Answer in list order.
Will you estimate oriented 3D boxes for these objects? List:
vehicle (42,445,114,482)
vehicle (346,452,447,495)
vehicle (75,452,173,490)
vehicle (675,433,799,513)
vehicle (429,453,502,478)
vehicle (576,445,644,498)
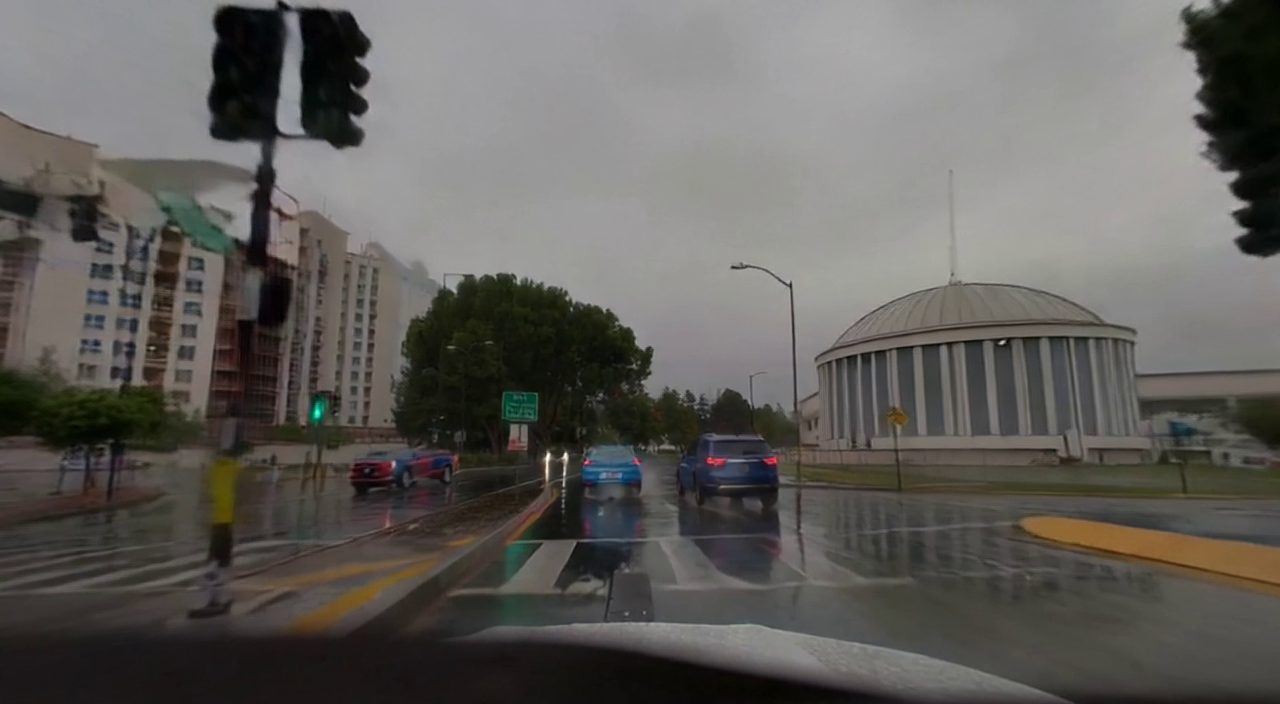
[{"bbox_3d":[-30.346,5.997,33.979,4.523,1.855,2.317,-9,-13,42],"label":"vehicle"},{"bbox_3d":[-9.490,4.747,25.096,2.121,1.513,4.827,0,-9,0],"label":"vehicle"},{"bbox_3d":[-23.047,5.228,28.090,4.653,1.459,2.228,-6,-11,37],"label":"vehicle"},{"bbox_3d":[2.313,3.113,16.643,2.320,1.772,4.872,0,-9,-2],"label":"vehicle"},{"bbox_3d":[-11.262,7.341,41.020,2.012,1.490,4.351,-6,-11,29],"label":"vehicle"},{"bbox_3d":[-1.001,4.071,21.805,2.132,1.632,3.889,0,-9,-2],"label":"vehicle"}]
